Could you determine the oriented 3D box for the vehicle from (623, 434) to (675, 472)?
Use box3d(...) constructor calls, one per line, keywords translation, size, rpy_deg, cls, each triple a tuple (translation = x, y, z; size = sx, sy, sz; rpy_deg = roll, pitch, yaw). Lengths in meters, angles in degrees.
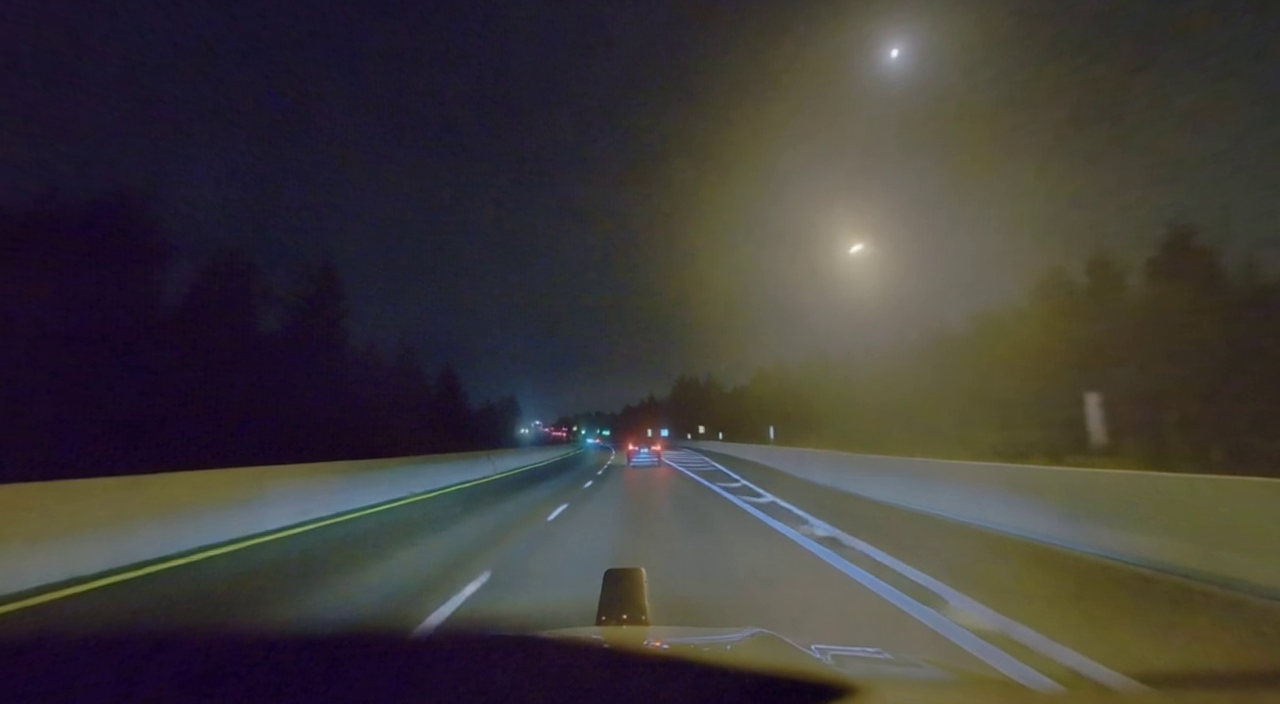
box3d(translation=(0.375, 4.458, 27.915), size=(2.130, 1.512, 4.057), rpy_deg=(0, -8, 1), cls="vehicle")
